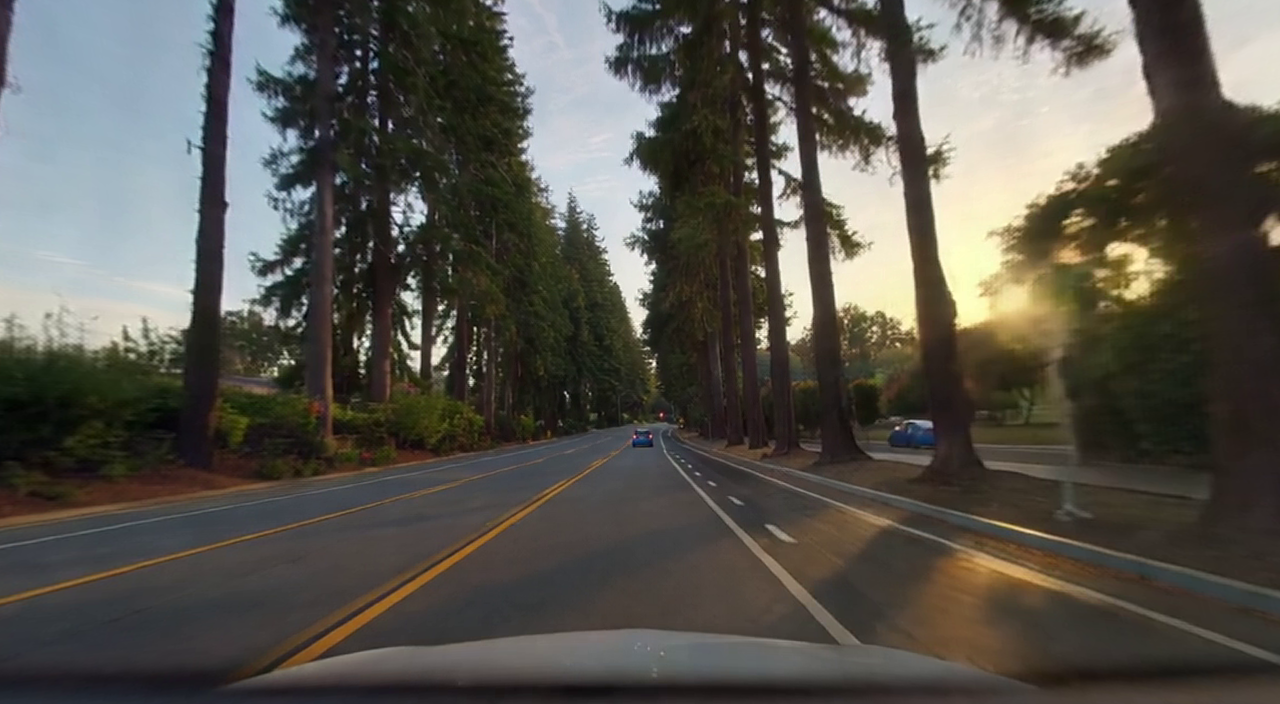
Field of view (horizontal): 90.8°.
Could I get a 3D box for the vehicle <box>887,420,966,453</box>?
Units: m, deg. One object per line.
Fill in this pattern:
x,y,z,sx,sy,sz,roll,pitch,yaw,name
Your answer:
13.786,4.093,30.712,1.762,1.479,4.546,0,-8,0,vehicle

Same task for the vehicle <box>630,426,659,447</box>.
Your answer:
0.343,6.418,47.631,2.067,1.486,3.861,0,-9,1,vehicle
